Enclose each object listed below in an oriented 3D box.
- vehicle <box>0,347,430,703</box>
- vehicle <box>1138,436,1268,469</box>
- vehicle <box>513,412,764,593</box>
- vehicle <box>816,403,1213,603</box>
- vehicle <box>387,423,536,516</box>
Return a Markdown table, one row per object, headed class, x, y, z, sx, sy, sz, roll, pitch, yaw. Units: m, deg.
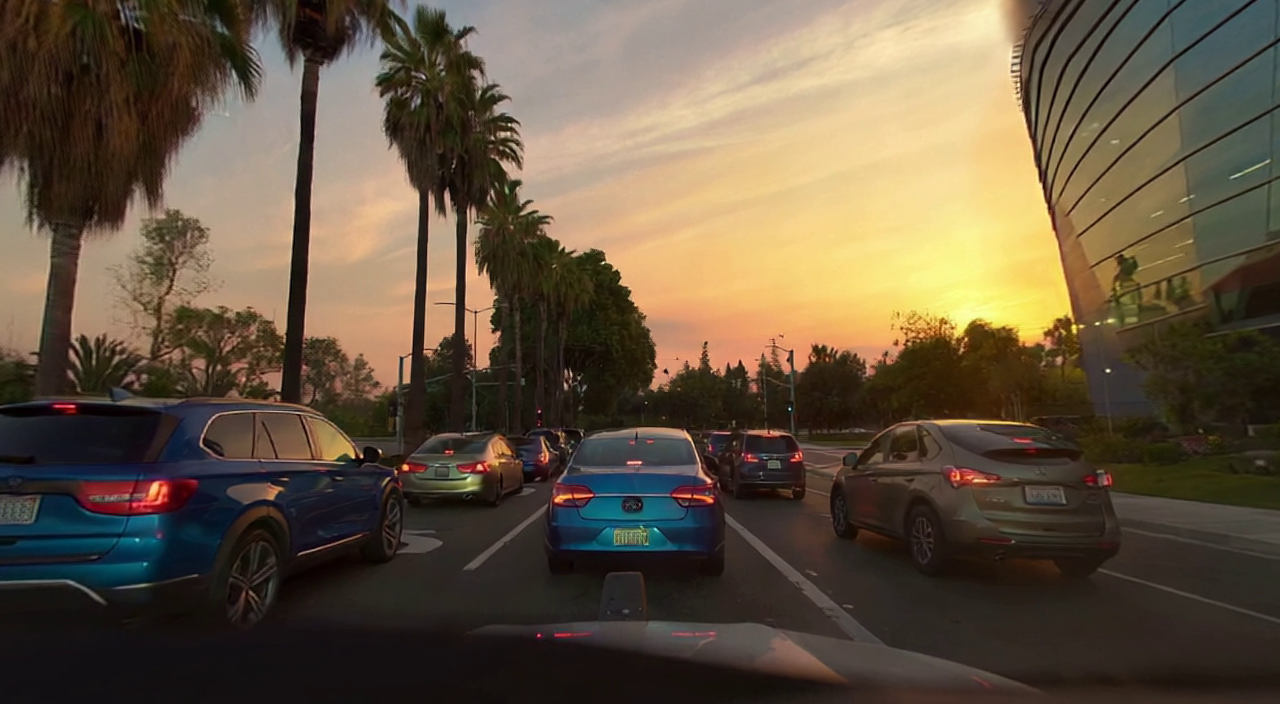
| class | x | y | z | sx | sy | sz | roll | pitch | yaw |
| --- | --- | --- | --- | --- | --- | --- | --- | --- | --- |
| vehicle | -3.538 | 1.174 | 5.362 | 2.014 | 1.775 | 4.404 | 0 | -8 | -1 |
| vehicle | 25.479 | 4.542 | 28.644 | 4.014 | 1.417 | 1.777 | -1 | -8 | 5 |
| vehicle | -0.056 | 1.656 | 7.812 | 2.219 | 1.586 | 4.321 | 0 | -8 | -1 |
| vehicle | 3.837 | 1.619 | 7.677 | 2.064 | 1.696 | 4.431 | 0 | -8 | 0 |
| vehicle | -3.468 | 2.362 | 13.071 | 1.917 | 1.631 | 3.768 | 0 | -8 | 1 |
